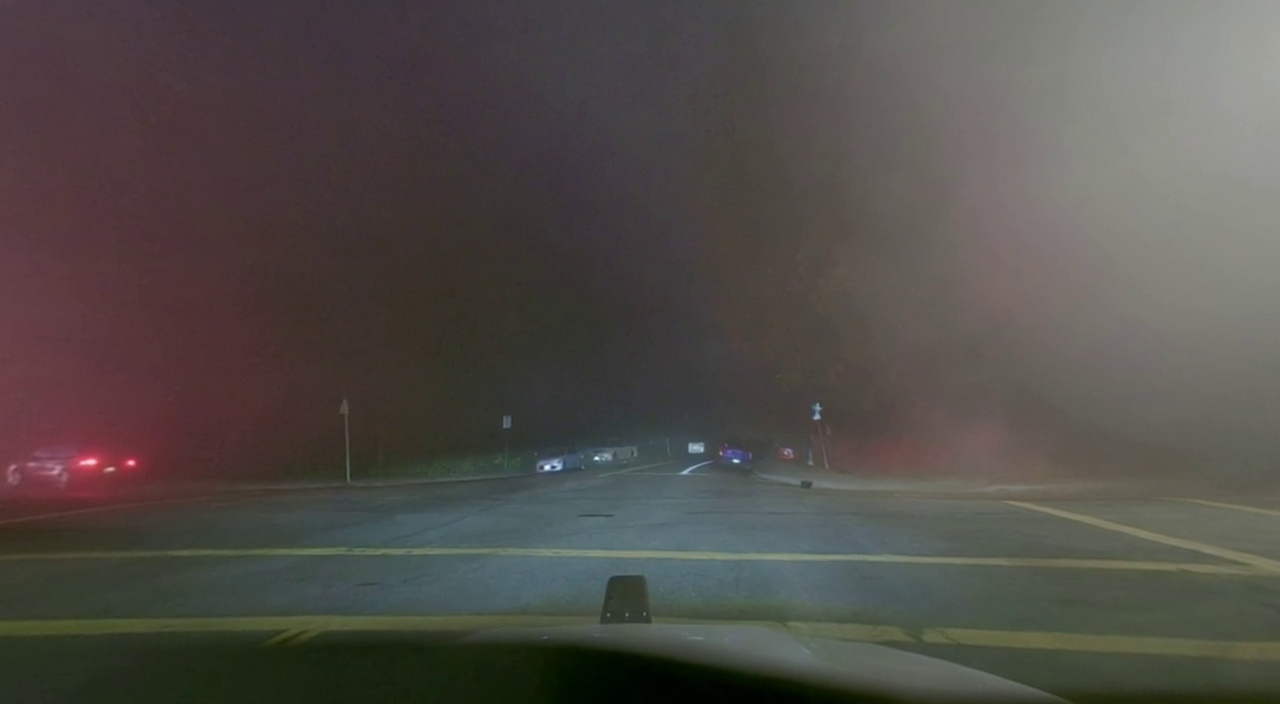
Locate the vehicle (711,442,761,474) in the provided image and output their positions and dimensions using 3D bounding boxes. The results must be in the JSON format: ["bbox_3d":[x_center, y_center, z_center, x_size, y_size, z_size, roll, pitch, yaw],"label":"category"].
[{"bbox_3d":[4.686,5.237,31.448,2.051,1.461,4.100,0,-8,3],"label":"vehicle"}]

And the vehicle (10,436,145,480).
[{"bbox_3d":[-25.262,4.731,28.333,4.986,1.796,2.066,-2,-9,17],"label":"vehicle"}]

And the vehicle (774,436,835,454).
[{"bbox_3d":[12.906,7.328,49.625,4.310,1.378,1.698,0,-8,3],"label":"vehicle"}]

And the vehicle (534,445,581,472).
[{"bbox_3d":[-4.825,6.308,37.601,2.102,1.507,4.049,0,-8,2],"label":"vehicle"}]
